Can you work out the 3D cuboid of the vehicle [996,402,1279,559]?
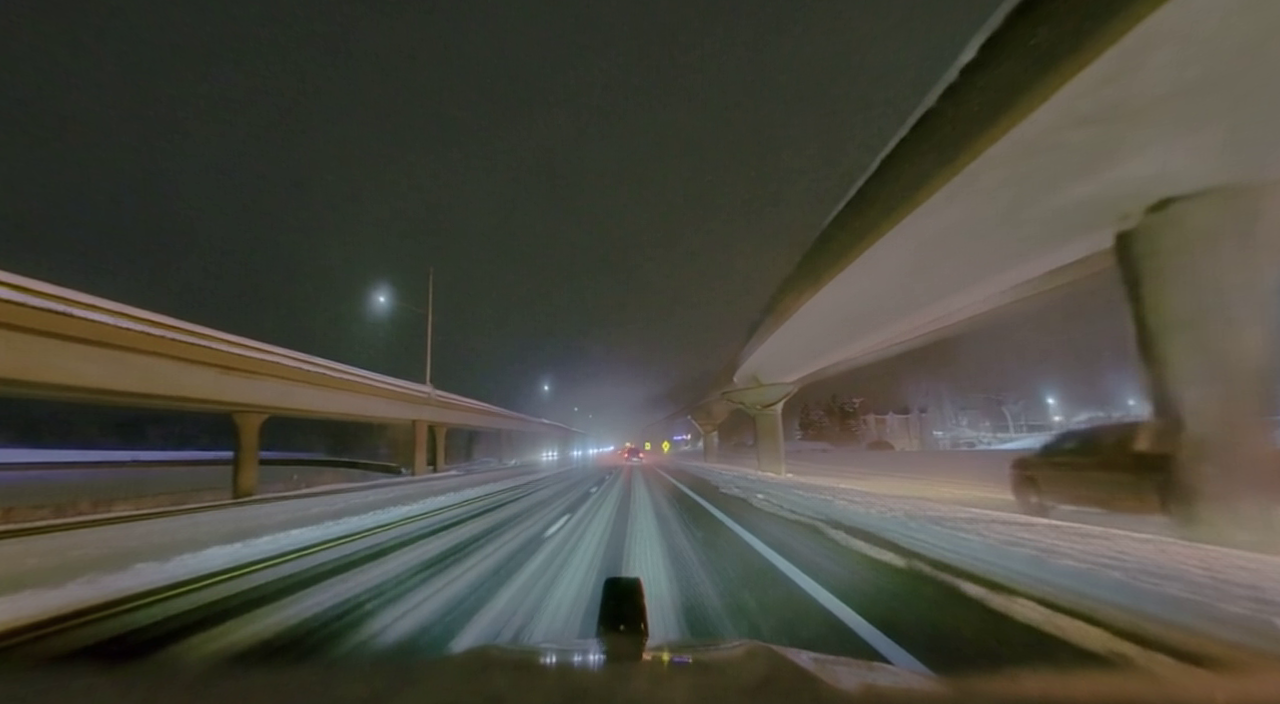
[{"bbox_3d":[15.045,3.566,18.684,3.233,3.414,9.483,0,-9,-1],"label":"vehicle"}]
